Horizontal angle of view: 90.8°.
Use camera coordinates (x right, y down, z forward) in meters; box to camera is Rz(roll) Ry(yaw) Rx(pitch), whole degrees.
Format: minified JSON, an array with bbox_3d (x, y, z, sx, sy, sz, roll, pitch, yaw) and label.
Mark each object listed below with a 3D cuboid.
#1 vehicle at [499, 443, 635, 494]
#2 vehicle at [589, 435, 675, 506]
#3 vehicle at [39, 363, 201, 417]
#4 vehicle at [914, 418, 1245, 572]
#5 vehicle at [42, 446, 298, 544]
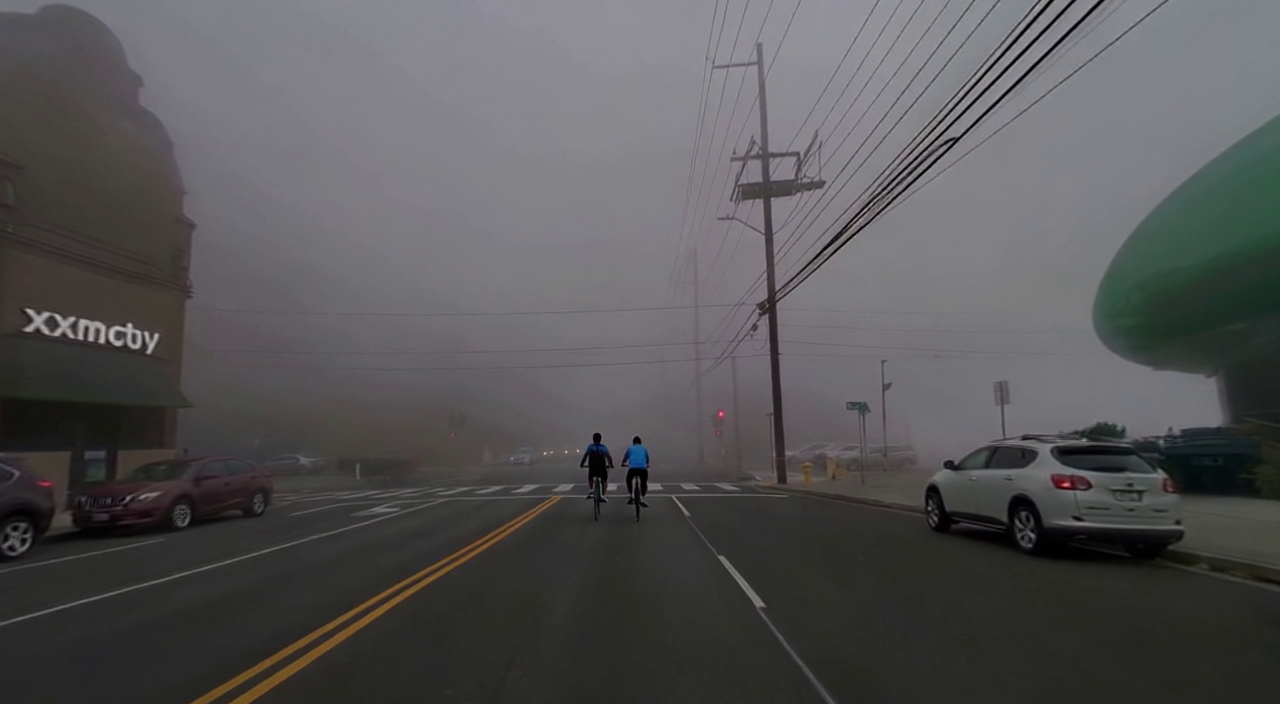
[{"bbox_3d":[-2.945,4.592,25.282,4.961,1.832,2.287,3,-9,-21],"label":"vehicle"},{"bbox_3d":[-0.171,3.321,18.174,2.190,1.783,4.048,0,-8,1],"label":"vehicle"},{"bbox_3d":[-17.107,1.302,20.942,3.685,1.584,1.708,1,-9,-3],"label":"vehicle"},{"bbox_3d":[5.829,1.902,9.164,1.873,1.714,3.979,0,-8,0],"label":"vehicle"},{"bbox_3d":[-10.240,3.079,14.445,2.075,1.816,4.900,0,-8,0],"label":"vehicle"}]
